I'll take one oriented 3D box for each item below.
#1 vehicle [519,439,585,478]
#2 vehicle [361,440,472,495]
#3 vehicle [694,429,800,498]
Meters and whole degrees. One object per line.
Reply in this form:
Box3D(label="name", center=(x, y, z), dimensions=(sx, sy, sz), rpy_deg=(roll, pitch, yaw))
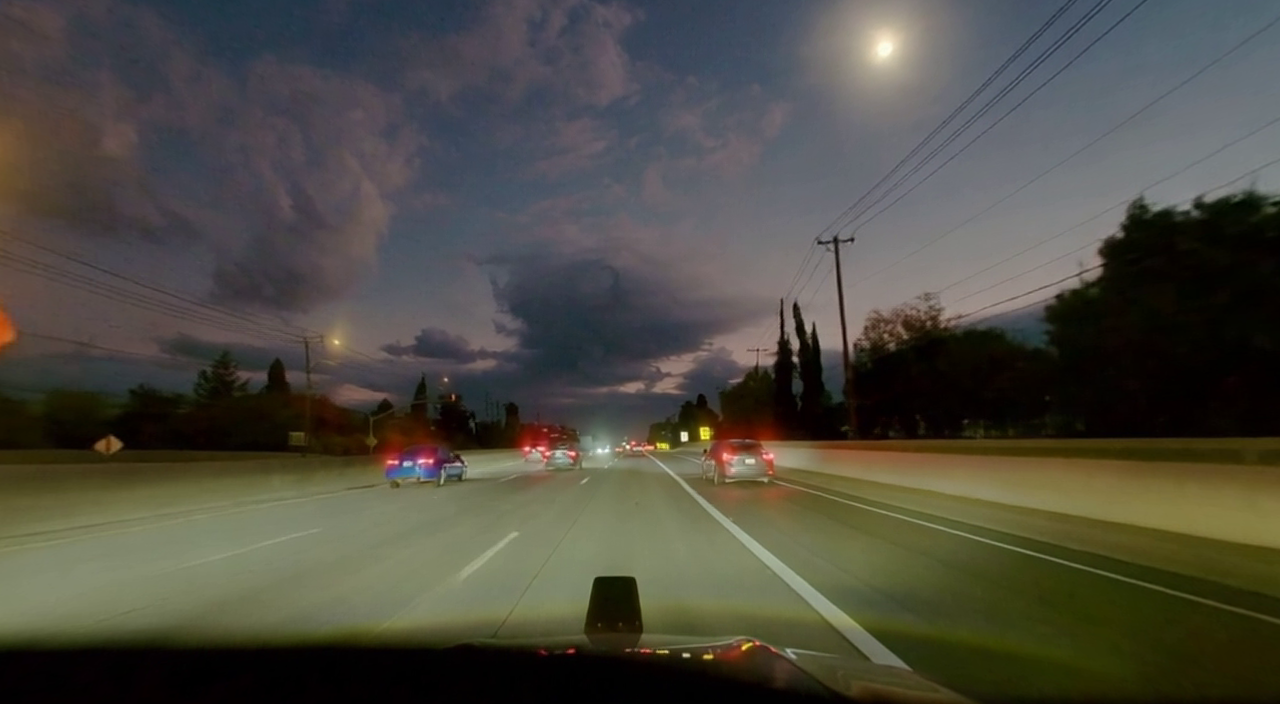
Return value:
Box3D(label="vehicle", center=(-3.551, 4.401, 26.355), dimensions=(2.066, 1.488, 4.377), rpy_deg=(0, -8, 1))
Box3D(label="vehicle", center=(-6.679, 3.475, 19.411), dimensions=(1.903, 1.482, 4.180), rpy_deg=(0, -8, -1))
Box3D(label="vehicle", center=(2.829, 3.073, 17.773), dimensions=(2.100, 1.659, 4.387), rpy_deg=(0, -8, -2))
